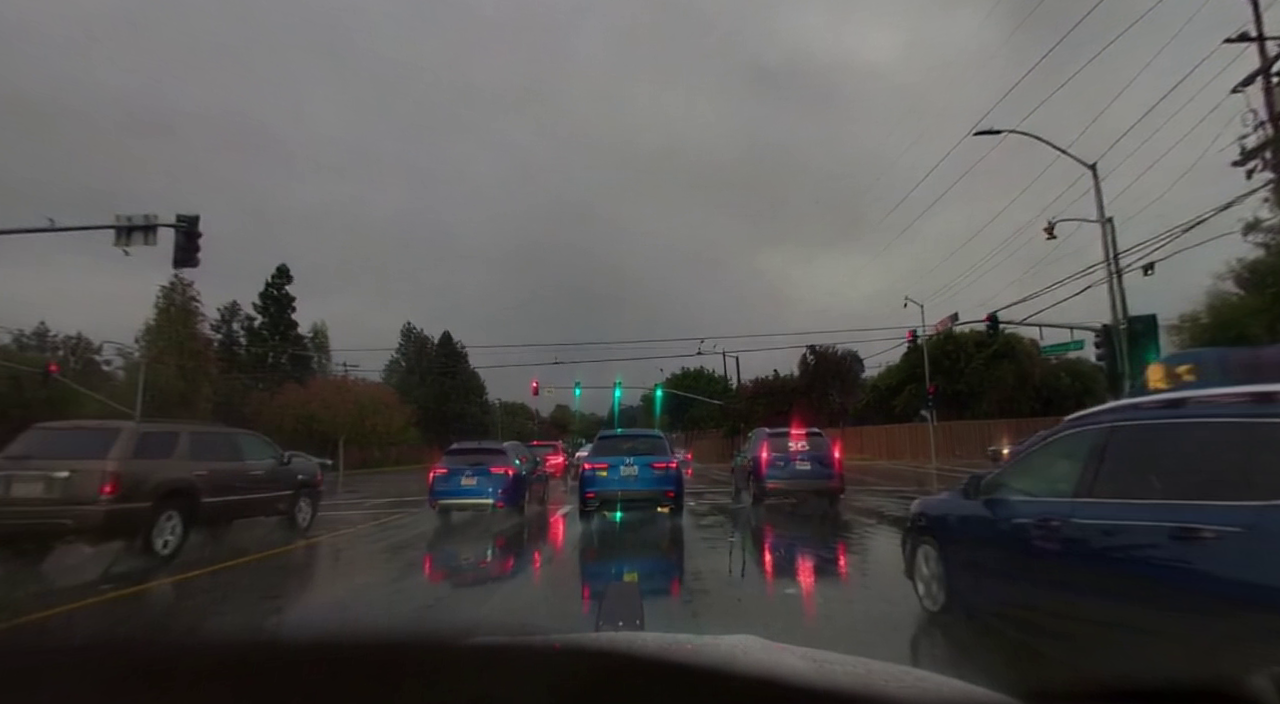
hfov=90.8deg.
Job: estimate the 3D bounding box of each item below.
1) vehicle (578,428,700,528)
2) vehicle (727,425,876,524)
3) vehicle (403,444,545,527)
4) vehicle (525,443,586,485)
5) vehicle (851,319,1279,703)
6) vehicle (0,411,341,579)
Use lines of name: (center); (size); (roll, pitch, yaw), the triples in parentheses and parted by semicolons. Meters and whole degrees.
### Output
vehicle: (-0.024, 2.502, 13.077); (2.111, 1.712, 4.078); (0, -9, 0)
vehicle: (3.286, 2.598, 13.942); (1.999, 1.789, 4.583); (0, -9, -1)
vehicle: (-3.325, 2.748, 13.664); (1.881, 1.466, 4.484); (0, -9, -1)
vehicle: (-3.538, 4.776, 27.275); (1.939, 1.652, 4.268); (0, -9, 1)
vehicle: (2.766, 0.926, 2.895); (2.034, 1.655, 4.465); (0, -9, 0)
vehicle: (-6.585, 1.909, 9.265); (2.116, 1.812, 4.609); (0, -9, 0)
